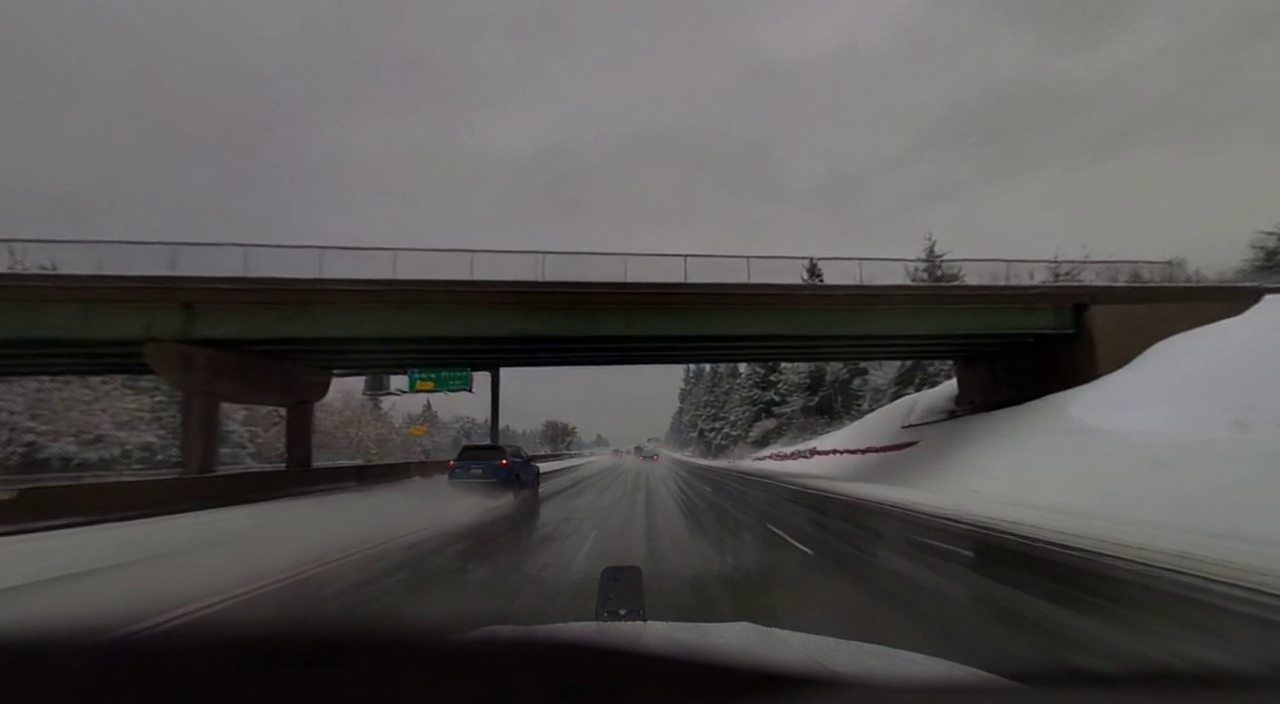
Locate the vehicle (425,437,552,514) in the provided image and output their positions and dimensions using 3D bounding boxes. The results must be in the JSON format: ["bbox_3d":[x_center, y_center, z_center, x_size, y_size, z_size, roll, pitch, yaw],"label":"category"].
[{"bbox_3d":[-3.629,3.050,16.042,2.055,1.665,4.373,0,-9,1],"label":"vehicle"}]

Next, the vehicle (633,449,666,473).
[{"bbox_3d":[0.645,7.463,43.425,2.113,1.537,4.208,0,-9,1],"label":"vehicle"}]
